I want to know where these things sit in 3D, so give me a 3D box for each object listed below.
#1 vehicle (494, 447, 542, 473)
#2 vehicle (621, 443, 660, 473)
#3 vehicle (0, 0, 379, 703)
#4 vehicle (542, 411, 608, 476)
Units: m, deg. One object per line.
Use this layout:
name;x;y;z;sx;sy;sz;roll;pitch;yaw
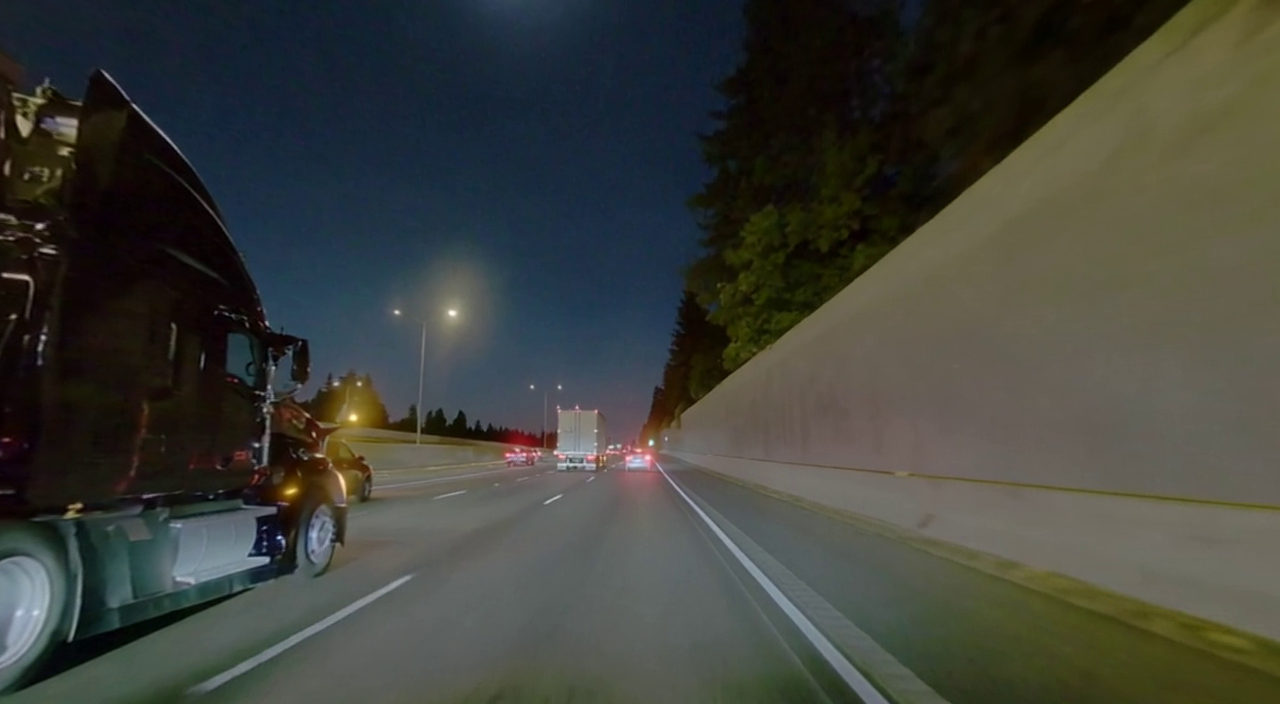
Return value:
vehicle;-7.249;6.456;37.841;1.962;1.489;4.002;0;-9;1
vehicle;0.037;6.201;37.110;2.178;1.640;4.071;0;-9;1
vehicle;-3.712;-0.089;0.281;3.025;3.266;9.256;0;-9;1
vehicle;-3.627;5.490;37.676;2.956;3.331;9.575;0;-9;0
